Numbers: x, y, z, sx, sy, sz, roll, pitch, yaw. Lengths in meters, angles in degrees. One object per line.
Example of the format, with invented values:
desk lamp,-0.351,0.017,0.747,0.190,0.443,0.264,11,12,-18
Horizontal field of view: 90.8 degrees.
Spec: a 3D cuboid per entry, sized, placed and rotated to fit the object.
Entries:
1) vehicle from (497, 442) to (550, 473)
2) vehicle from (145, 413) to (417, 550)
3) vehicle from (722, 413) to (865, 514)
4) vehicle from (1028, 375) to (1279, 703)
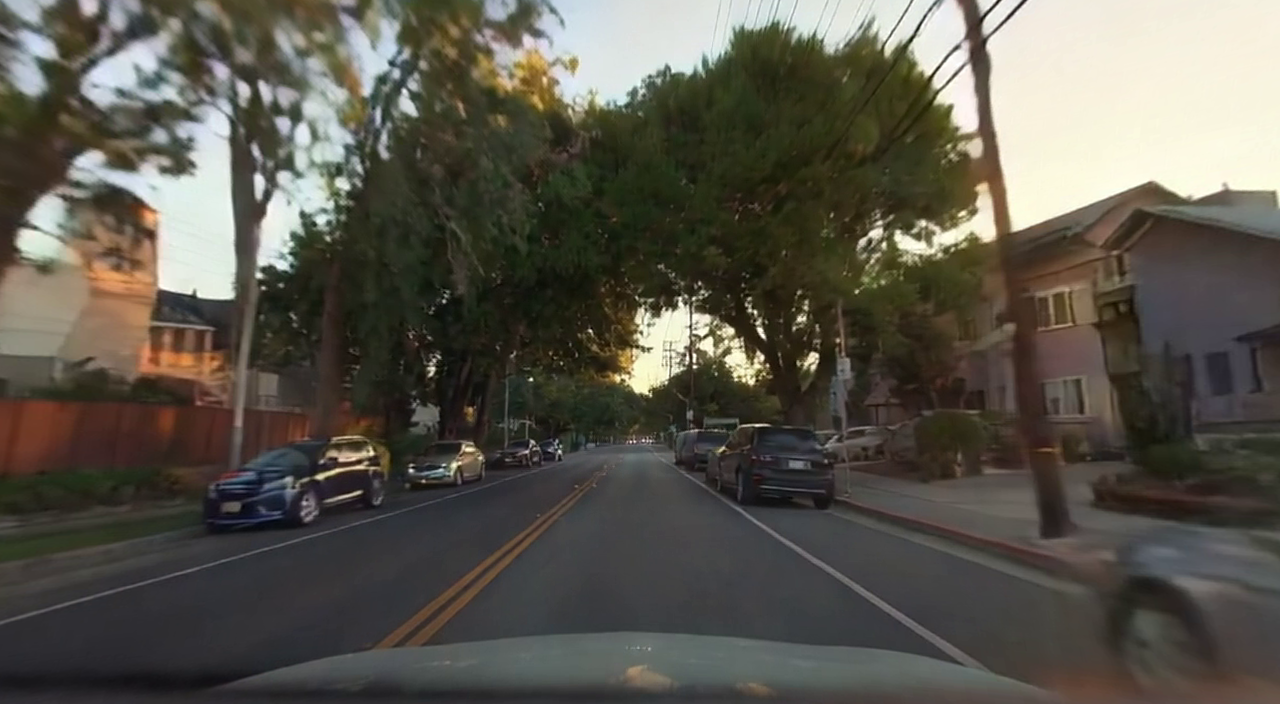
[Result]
vehicle,-6.687,6.093,36.841,2.084,1.573,4.599,-2,-7,2
vehicle,-6.581,2.369,12.595,2.451,2.099,5.112,-1,-7,0
vehicle,3.367,2.593,15.190,2.065,1.953,5.359,0,-8,0
vehicle,3.471,0.724,1.355,2.158,1.560,4.865,0,-8,0
